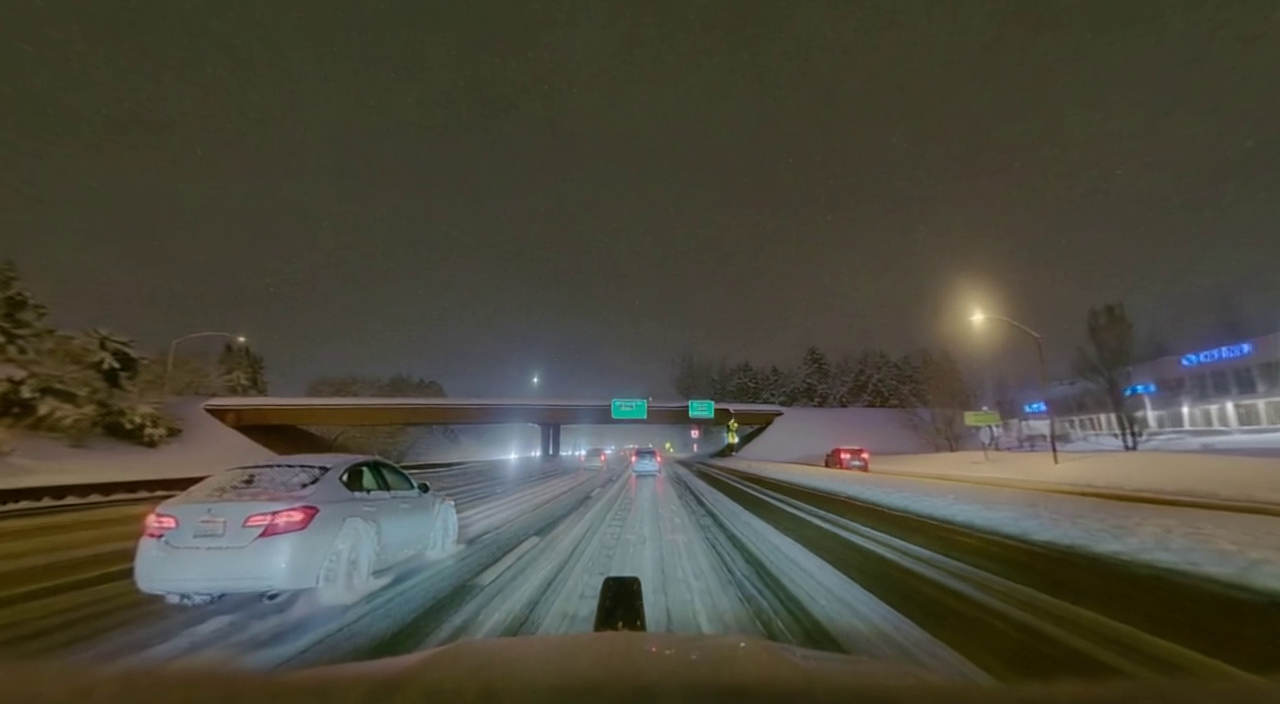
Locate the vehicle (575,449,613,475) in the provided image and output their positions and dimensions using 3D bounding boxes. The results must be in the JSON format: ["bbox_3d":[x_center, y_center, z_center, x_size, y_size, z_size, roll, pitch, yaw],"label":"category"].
[{"bbox_3d":[-2.993,7.260,41.786,2.071,1.553,4.388,0,-9,2],"label":"vehicle"}]

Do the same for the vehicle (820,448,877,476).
[{"bbox_3d":[13.939,7.345,42.419,2.246,1.760,4.640,0,-9,0],"label":"vehicle"}]

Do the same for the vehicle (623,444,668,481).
[{"bbox_3d":[0.296,5.481,31.419,2.102,1.692,4.057,0,-9,2],"label":"vehicle"}]
